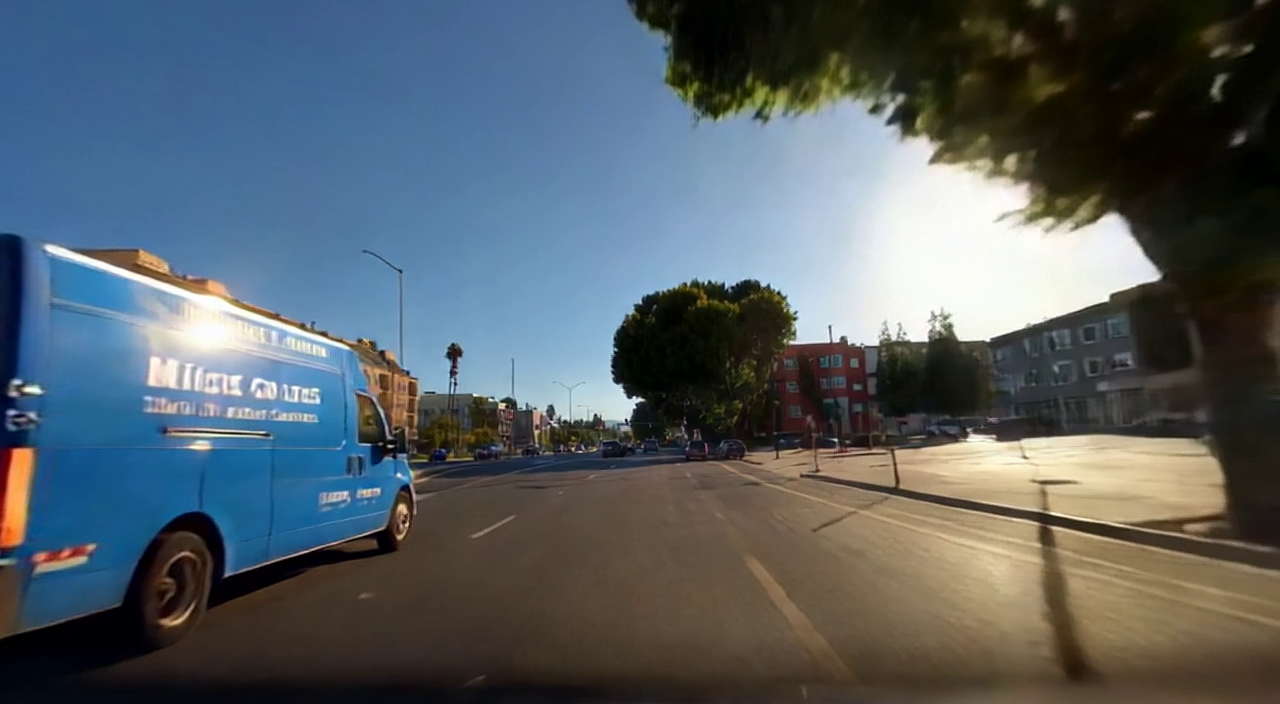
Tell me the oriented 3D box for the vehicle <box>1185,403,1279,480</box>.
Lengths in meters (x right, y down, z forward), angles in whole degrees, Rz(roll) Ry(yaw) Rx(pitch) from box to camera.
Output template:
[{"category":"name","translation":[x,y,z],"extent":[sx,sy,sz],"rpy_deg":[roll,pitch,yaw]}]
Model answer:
[{"category":"vehicle","translation":[15.875,2.315,16.534],"extent":[1.976,1.729,5.166],"rpy_deg":[-8,-11,43]}]

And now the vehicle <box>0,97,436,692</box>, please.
[{"category":"vehicle","translation":[-4.674,0.684,6.481],"extent":[2.763,2.974,7.562],"rpy_deg":[0,-8,-1]}]

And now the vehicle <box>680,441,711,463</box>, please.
[{"category":"vehicle","translation":[4.128,7.501,47.401],"extent":[1.878,1.534,4.120],"rpy_deg":[0,-8,0]}]
